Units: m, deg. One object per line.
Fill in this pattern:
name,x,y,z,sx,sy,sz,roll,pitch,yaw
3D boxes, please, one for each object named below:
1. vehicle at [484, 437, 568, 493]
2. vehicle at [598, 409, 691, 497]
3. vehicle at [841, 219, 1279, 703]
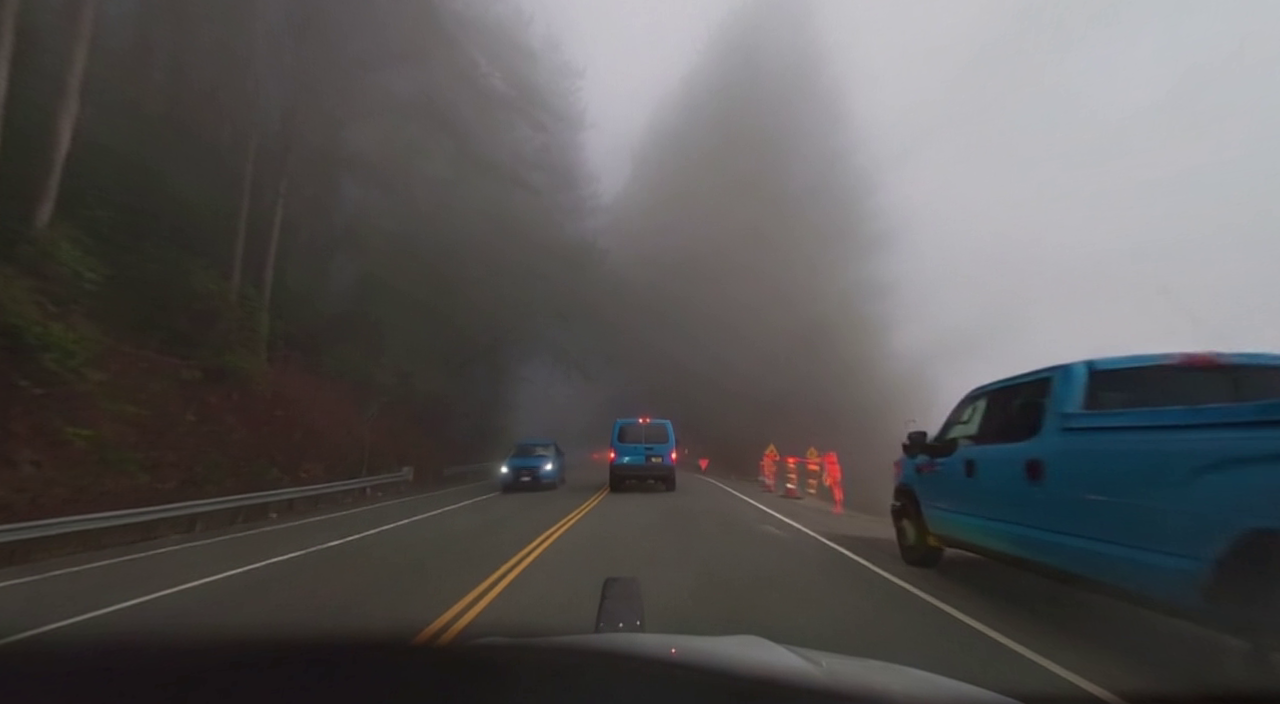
vehicle,-4.078,4.157,23.613,2.230,1.842,5.014,0,-8,0
vehicle,0.221,2.945,18.681,2.362,2.247,4.892,0,-8,3
vehicle,3.824,0.837,4.203,2.833,2.033,7.668,0,-8,3
